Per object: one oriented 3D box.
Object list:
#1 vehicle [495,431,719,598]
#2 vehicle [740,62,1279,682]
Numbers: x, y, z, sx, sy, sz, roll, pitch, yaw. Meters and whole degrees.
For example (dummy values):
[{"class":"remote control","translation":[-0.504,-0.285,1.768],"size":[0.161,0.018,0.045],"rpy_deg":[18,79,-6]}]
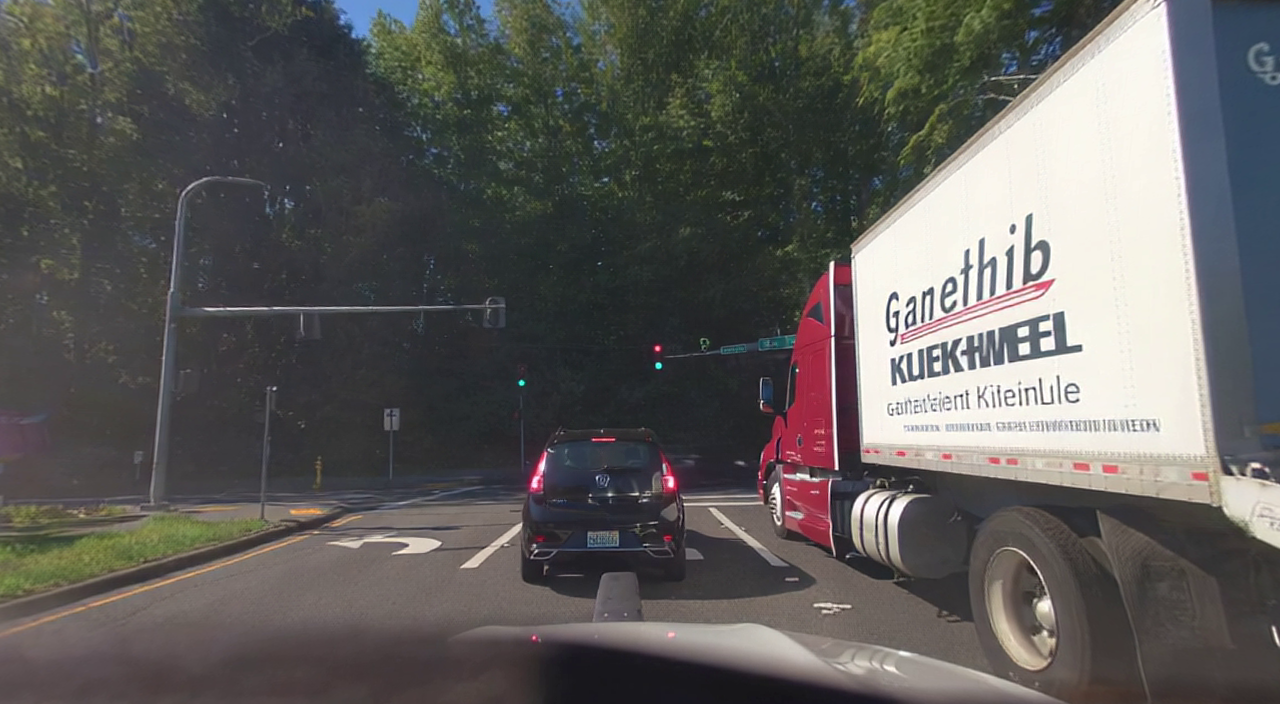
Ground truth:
[{"class":"vehicle","translation":[-0.327,1.715,7.425],"size":[1.975,1.457,3.526],"rpy_deg":[0,-9,-1]},{"class":"vehicle","translation":[3.514,0.732,8.621],"size":[2.884,3.753,9.763],"rpy_deg":[0,-9,1]}]
